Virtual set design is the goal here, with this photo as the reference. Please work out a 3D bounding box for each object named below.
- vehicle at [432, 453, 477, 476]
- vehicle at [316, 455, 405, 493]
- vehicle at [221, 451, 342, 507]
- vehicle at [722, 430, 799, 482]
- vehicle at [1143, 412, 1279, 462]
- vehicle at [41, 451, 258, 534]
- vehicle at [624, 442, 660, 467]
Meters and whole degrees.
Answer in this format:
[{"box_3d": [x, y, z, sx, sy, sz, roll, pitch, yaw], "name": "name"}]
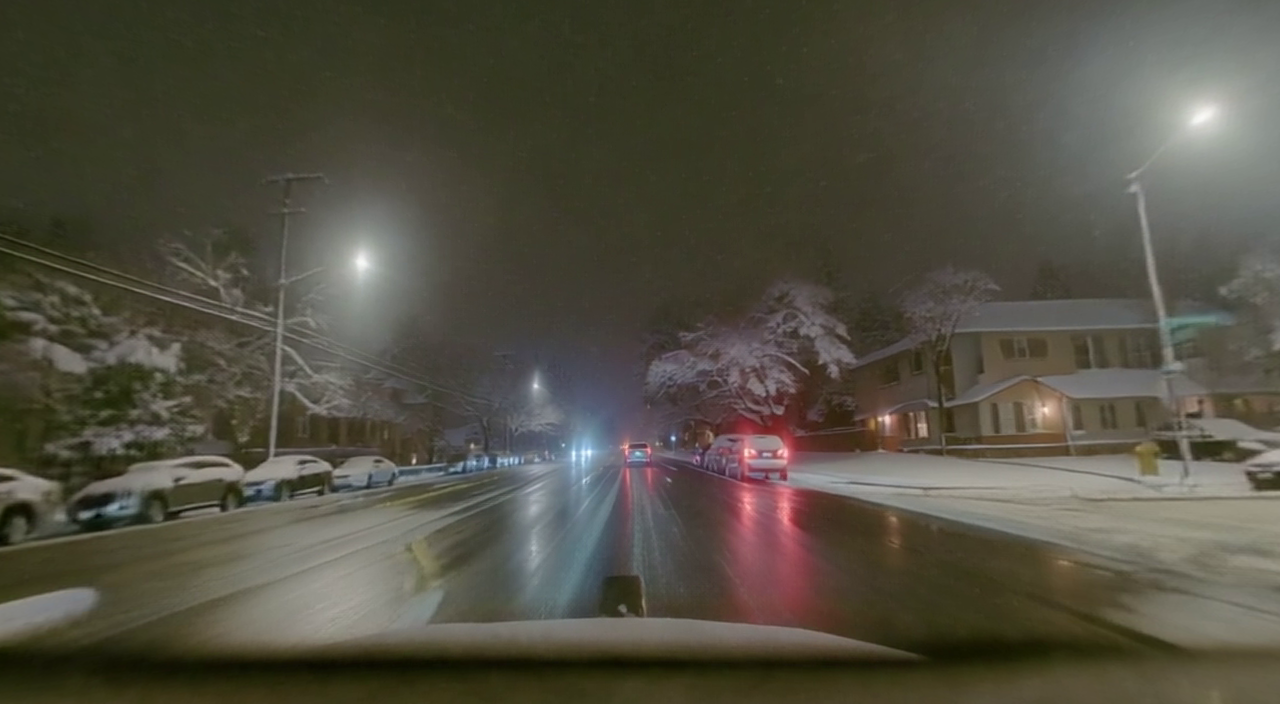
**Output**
[{"box_3d": [-12.817, 7.764, 43.851, 1.819, 1.443, 4.273, 0, -9, 0], "name": "vehicle"}, {"box_3d": [-12.646, 5.518, 28.937, 1.835, 1.488, 4.696, 0, -9, 1], "name": "vehicle"}, {"box_3d": [-12.776, 4.501, 22.904, 1.917, 1.739, 4.461, 0, -9, -3], "name": "vehicle"}, {"box_3d": [5.081, 4.445, 27.435, 2.195, 2.000, 4.789, 0, -8, -3], "name": "vehicle"}, {"box_3d": [23.531, 3.499, 25.788, 1.990, 1.816, 4.755, 0, -9, 0], "name": "vehicle"}, {"box_3d": [-12.640, 3.568, 16.862, 1.904, 1.805, 5.100, 0, -9, -4], "name": "vehicle"}, {"box_3d": [0.070, 6.277, 38.804, 2.022, 1.471, 3.973, 0, -9, -2], "name": "vehicle"}]
